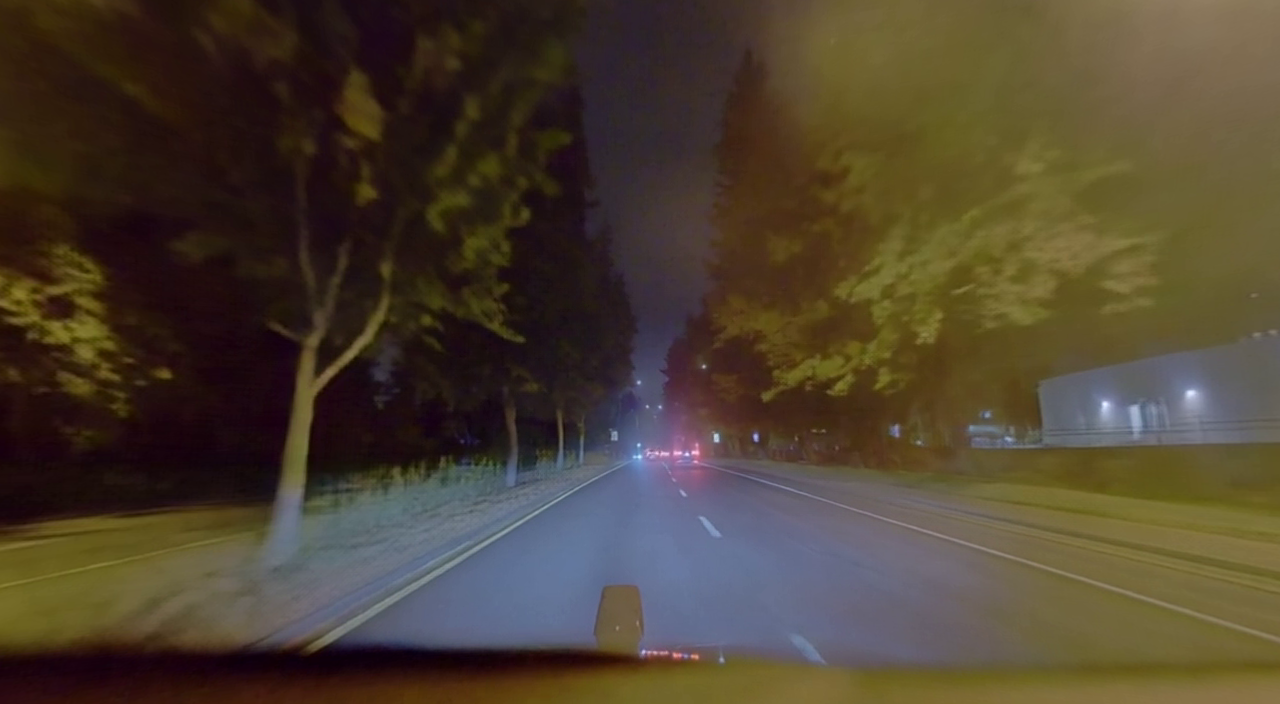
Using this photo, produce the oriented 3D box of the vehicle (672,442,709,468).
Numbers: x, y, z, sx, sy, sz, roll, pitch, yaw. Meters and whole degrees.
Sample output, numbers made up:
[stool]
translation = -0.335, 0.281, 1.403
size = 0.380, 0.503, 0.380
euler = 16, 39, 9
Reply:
[vehicle]
translation = 3.197, 6.630, 40.589
size = 2.044, 1.537, 4.528
euler = 0, -8, 0
